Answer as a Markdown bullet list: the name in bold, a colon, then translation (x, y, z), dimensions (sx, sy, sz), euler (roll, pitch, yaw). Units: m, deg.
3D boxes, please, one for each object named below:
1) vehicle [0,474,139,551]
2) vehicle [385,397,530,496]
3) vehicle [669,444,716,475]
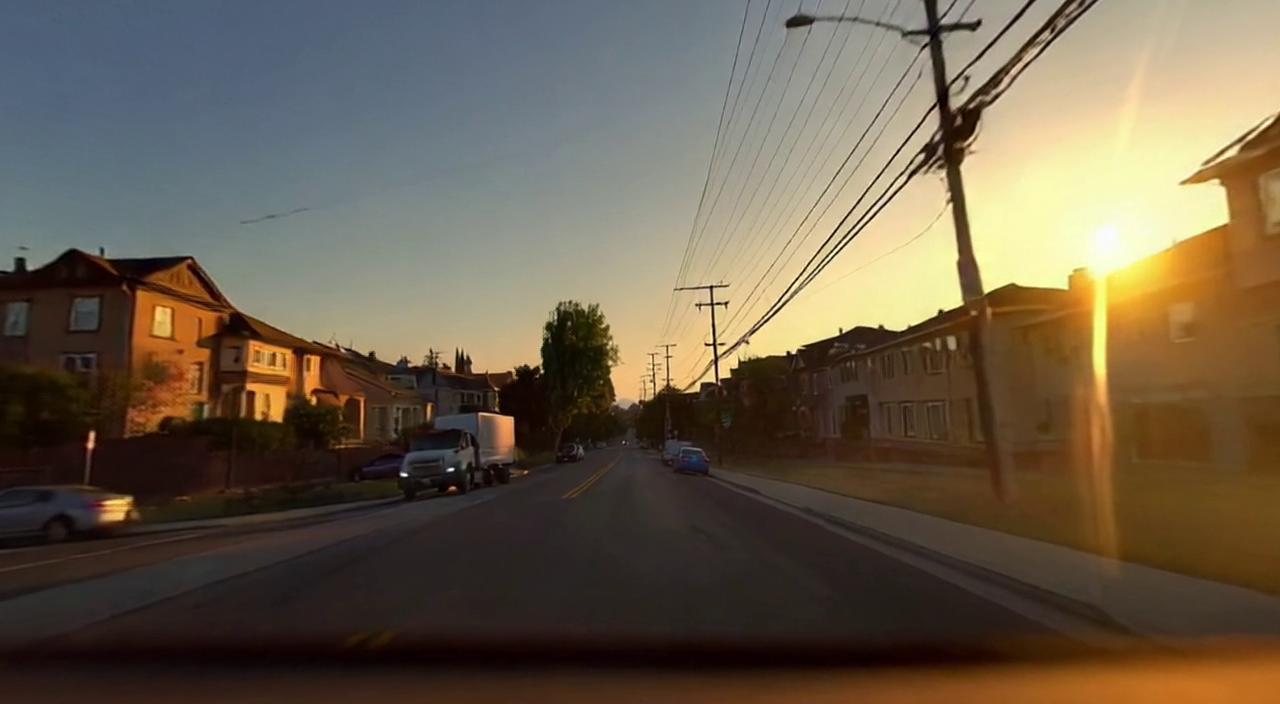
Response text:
- **vehicle**: translation (-15.182, 3.859, 15.370), dimensions (4.204, 1.626, 1.874), euler (1, -9, -5)
- **vehicle**: translation (-6.666, 3.685, 24.700), dimensions (3.197, 3.187, 7.847), euler (-1, -9, 1)
- **vehicle**: translation (2.671, 5.609, 33.181), dimensions (1.890, 1.463, 4.952), euler (0, -9, -1)
